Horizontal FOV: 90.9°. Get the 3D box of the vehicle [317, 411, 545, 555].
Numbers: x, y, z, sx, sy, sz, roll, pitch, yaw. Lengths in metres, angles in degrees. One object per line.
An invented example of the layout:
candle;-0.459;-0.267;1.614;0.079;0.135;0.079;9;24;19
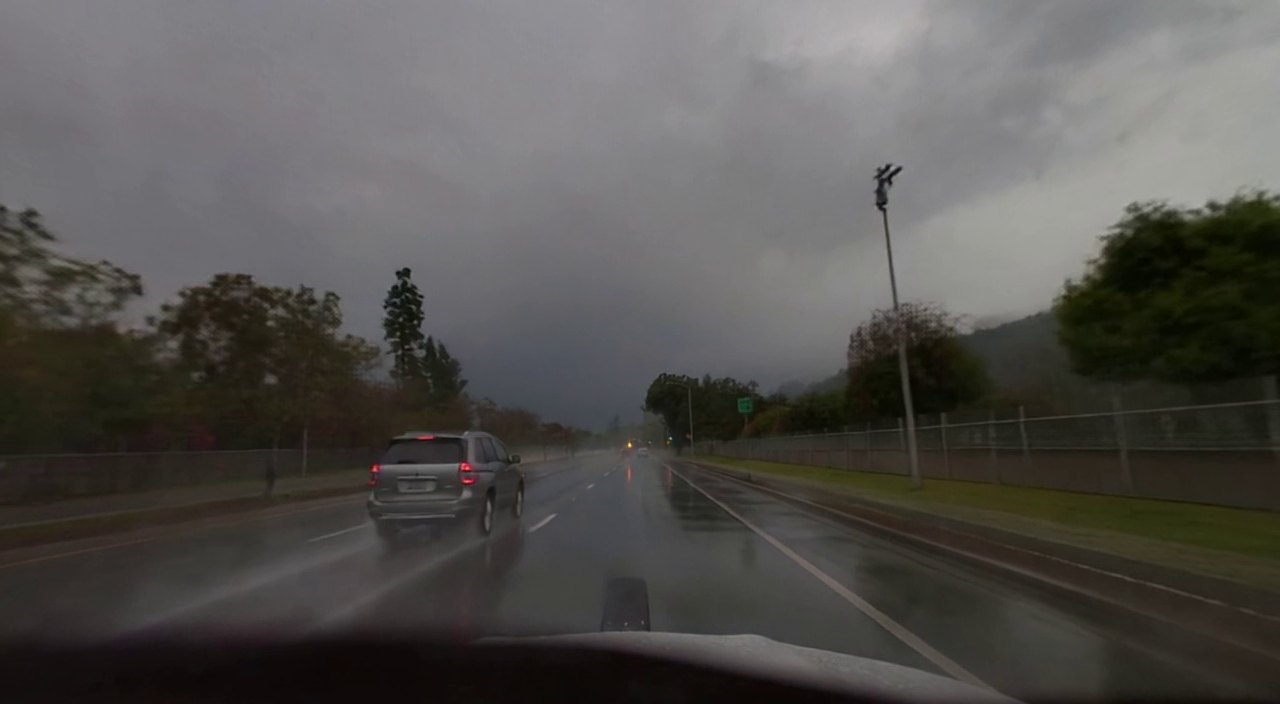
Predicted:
vehicle;-3.092;2.058;10.651;2.160;1.855;4.695;0;-8;1
